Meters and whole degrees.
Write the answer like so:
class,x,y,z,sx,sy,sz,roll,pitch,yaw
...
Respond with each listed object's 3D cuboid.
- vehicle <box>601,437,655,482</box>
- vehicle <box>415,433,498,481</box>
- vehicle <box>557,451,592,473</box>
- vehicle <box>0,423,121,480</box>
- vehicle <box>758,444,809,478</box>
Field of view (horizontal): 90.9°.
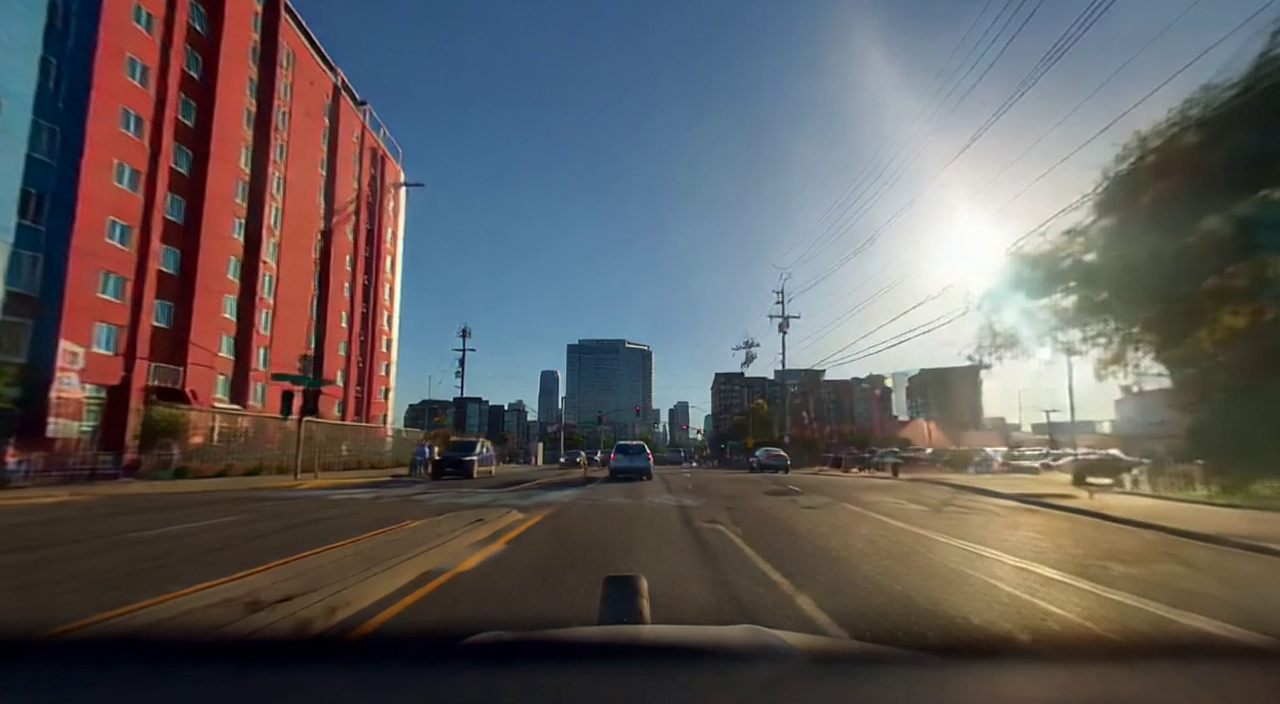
class,x,y,z,sx,sy,sz,roll,pitch,yaw
vehicle,-0.525,4.695,27.817,2.160,1.786,4.702,0,-9,-1
vehicle,-8.683,5.016,30.339,2.393,2.059,4.739,0,-9,2
vehicle,-4.847,8.224,47.282,1.973,1.502,4.275,0,-9,3
vehicle,-39.185,6.471,41.211,7.491,3.562,2.925,1,-8,-5
vehicle,7.879,5.991,34.992,1.952,1.749,4.311,0,-9,2
